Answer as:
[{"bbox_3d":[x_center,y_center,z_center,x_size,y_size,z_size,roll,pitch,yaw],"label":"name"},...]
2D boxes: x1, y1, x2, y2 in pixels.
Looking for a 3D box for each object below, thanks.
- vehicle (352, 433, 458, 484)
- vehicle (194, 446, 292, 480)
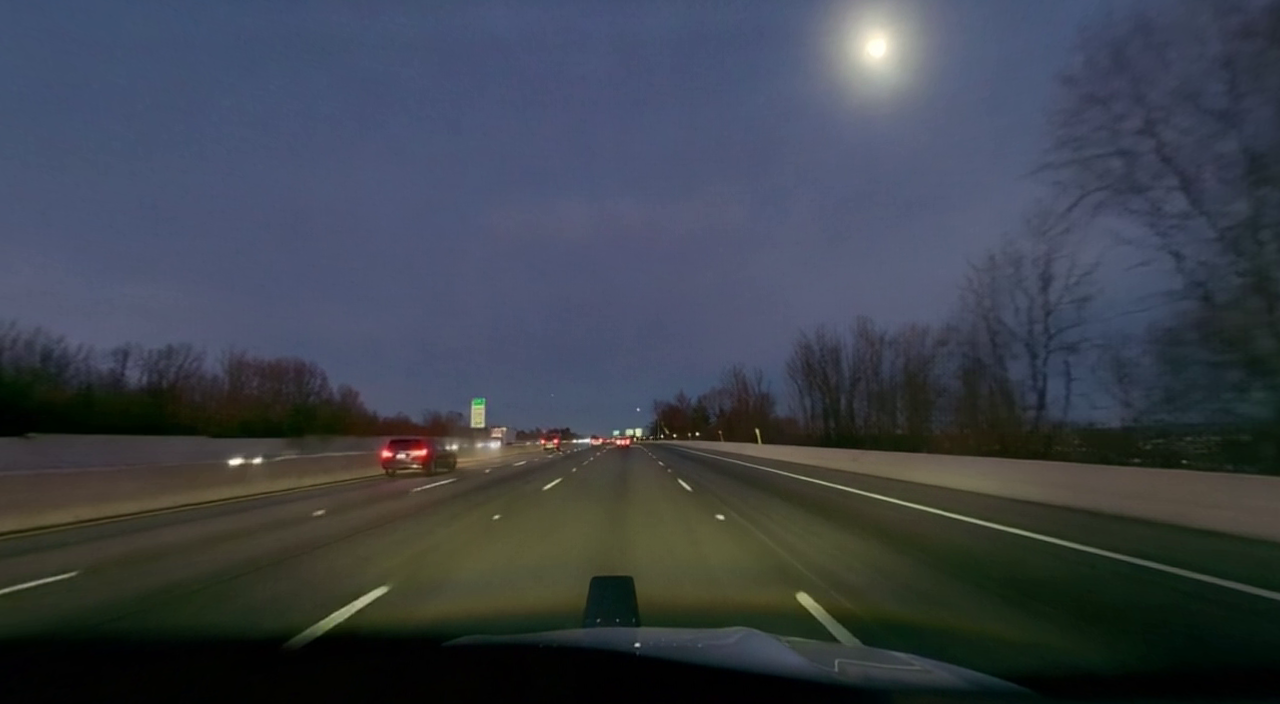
[{"bbox_3d":[-7.680,3.483,21.034,1.972,1.532,4.222,0,-8,-1],"label":"vehicle"},{"bbox_3d":[-19.856,5.557,31.741,1.858,1.483,4.771,0,-8,-1],"label":"vehicle"}]
